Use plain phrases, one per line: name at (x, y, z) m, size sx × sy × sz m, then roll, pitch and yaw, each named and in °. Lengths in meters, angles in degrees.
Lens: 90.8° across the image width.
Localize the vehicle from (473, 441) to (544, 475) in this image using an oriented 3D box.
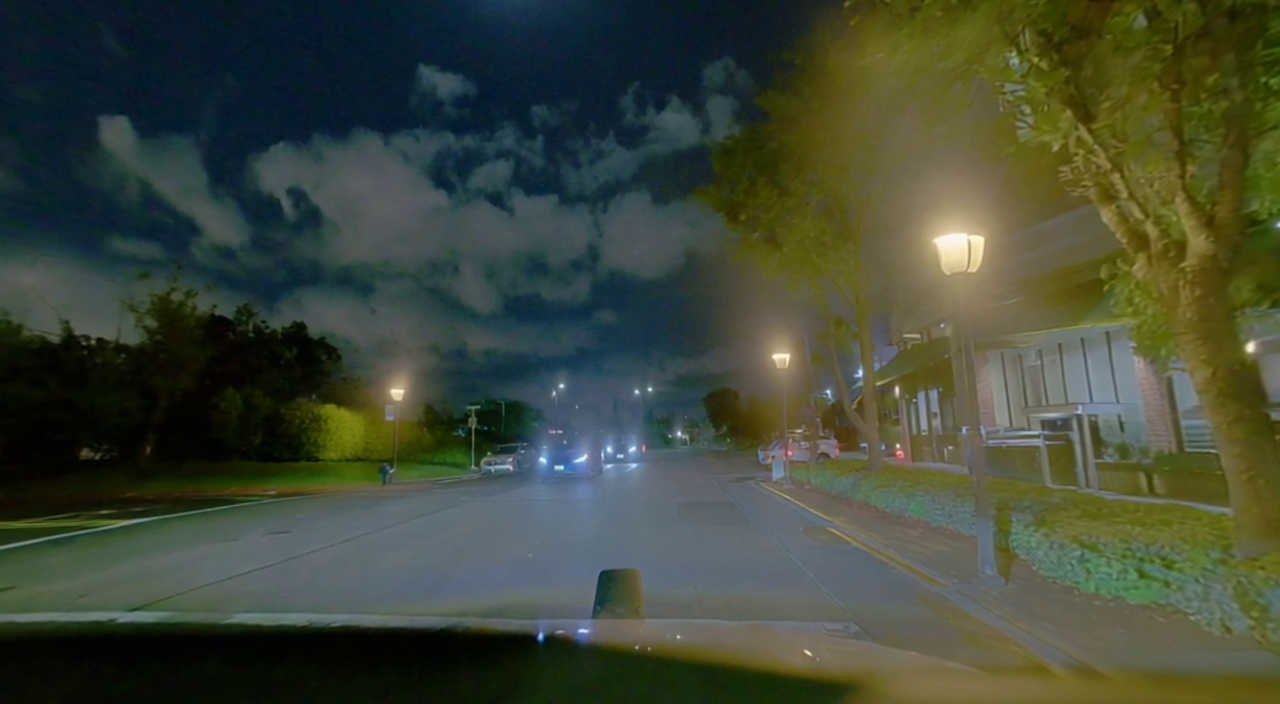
vehicle at (-6.071, 4.970, 29.770) m, size 1.968 × 1.443 × 4.358 m, roll -1°, pitch -9°, yaw 6°

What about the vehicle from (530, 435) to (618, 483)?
vehicle at (-2.192, 3.757, 22.494) m, size 2.056 × 1.508 × 4.596 m, roll -1°, pitch -9°, yaw 8°

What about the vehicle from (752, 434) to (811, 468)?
vehicle at (6.690, 4.733, 30.380) m, size 1.918 × 1.461 × 4.419 m, roll 0°, pitch -8°, yaw 1°

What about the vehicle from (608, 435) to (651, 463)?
vehicle at (-0.604, 6.201, 40.320) m, size 2.110 × 1.651 × 4.410 m, roll -1°, pitch -9°, yaw 7°
